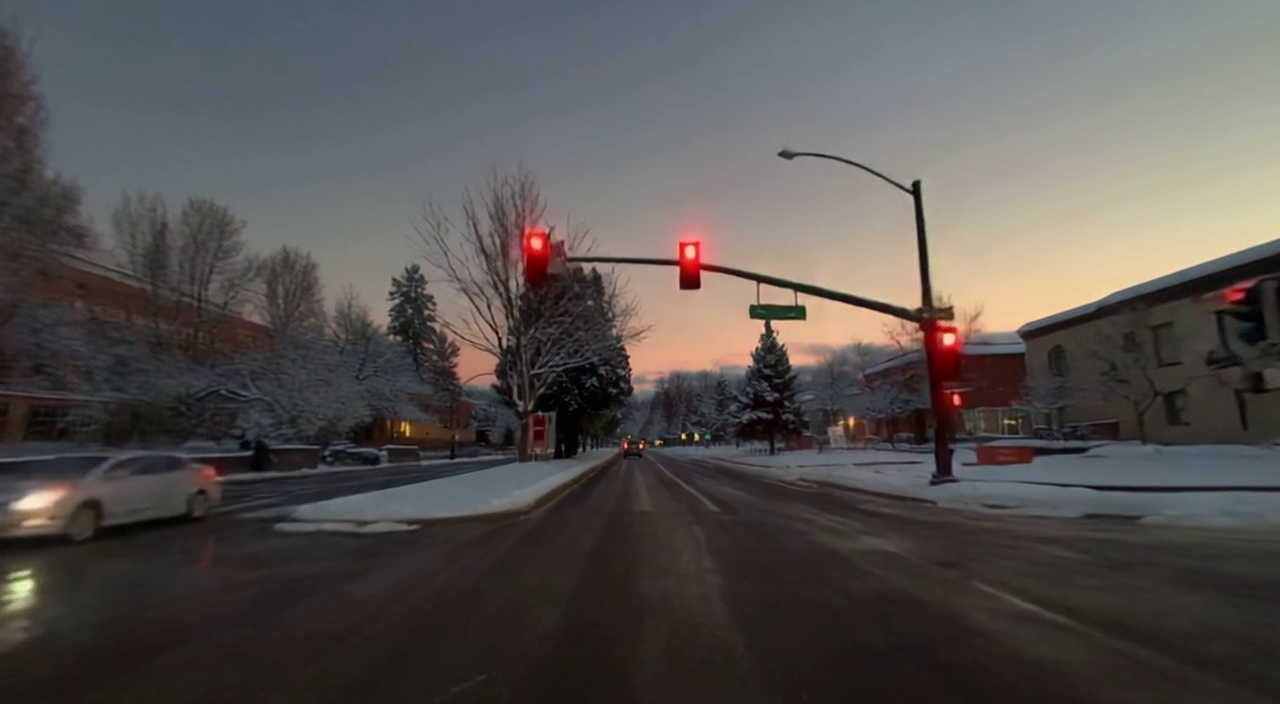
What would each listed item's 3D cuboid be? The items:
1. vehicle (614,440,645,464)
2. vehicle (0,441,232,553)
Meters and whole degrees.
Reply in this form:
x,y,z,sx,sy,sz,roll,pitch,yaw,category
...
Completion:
x,y,z,sx,sy,sz,roll,pitch,yaw,category
-0.737,6.737,42.559,2.045,1.510,3.690,0,-8,-2,vehicle
-8.998,2.210,10.402,1.777,1.438,4.190,0,-8,0,vehicle
